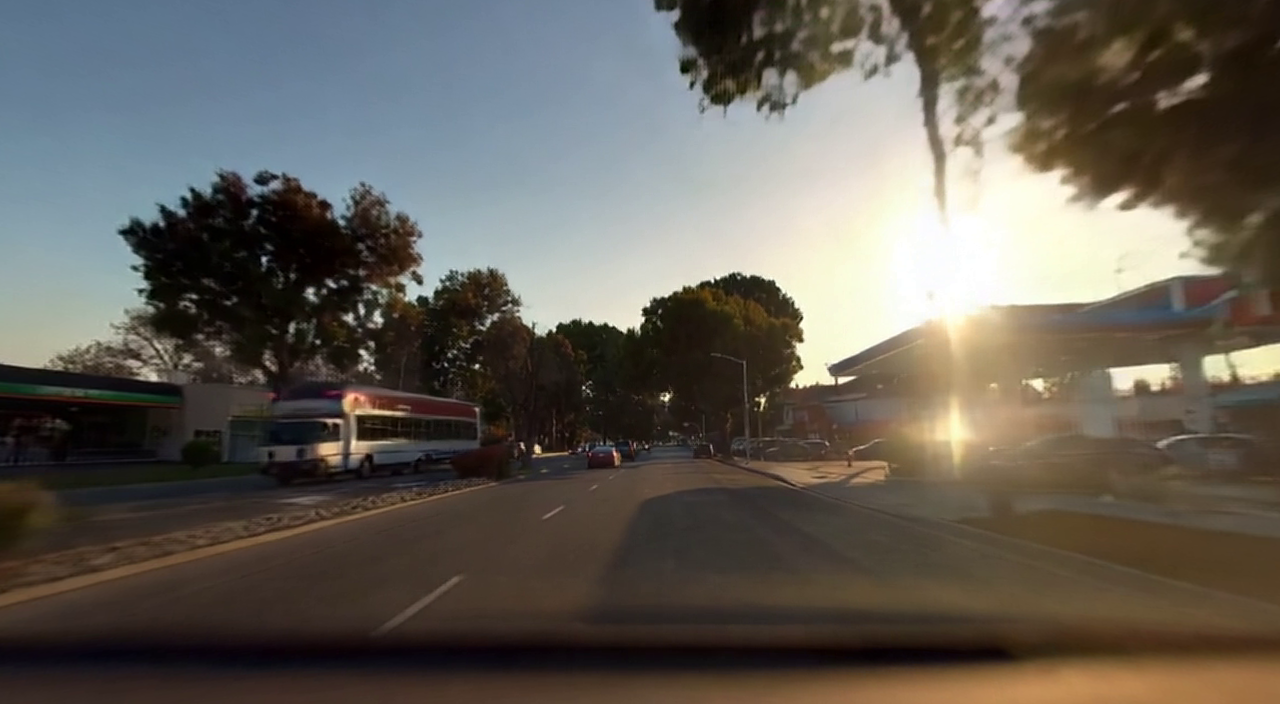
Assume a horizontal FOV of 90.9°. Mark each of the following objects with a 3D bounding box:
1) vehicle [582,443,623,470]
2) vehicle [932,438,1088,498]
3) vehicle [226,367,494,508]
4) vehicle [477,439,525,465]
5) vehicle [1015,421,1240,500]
[{"bbox_3d":[-2.096,5.986,36.303,1.959,1.406,4.272,0,-9,2],"label":"vehicle"},{"bbox_3d":[10.317,3.247,18.103,1.888,1.465,4.727,0,-9,4],"label":"vehicle"},{"bbox_3d":[-8.241,2.945,21.763,3.056,3.289,13.199,-2,-8,1],"label":"vehicle"},{"bbox_3d":[-9.880,7.143,45.238,2.074,1.755,4.412,0,-9,5],"label":"vehicle"},{"bbox_3d":[13.237,2.998,17.759,2.015,1.839,5.416,1,-9,0],"label":"vehicle"}]
